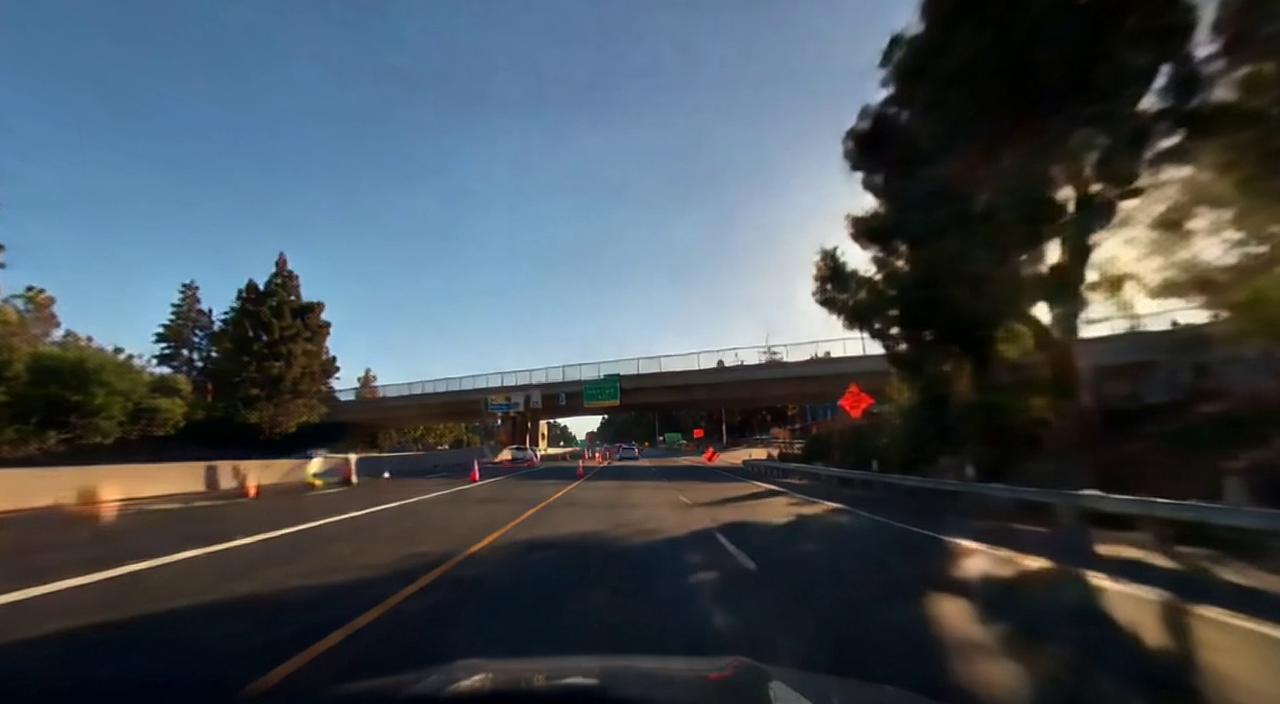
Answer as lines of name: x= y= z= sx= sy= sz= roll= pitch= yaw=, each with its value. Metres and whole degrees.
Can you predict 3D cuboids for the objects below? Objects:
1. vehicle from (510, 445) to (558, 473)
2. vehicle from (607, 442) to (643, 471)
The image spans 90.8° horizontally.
vehicle: x=-5.924 y=6.012 z=35.748 sx=1.997 sy=1.507 sz=4.248 roll=0 pitch=-9 yaw=-1
vehicle: x=-0.889 y=6.332 z=38.373 sx=2.109 sy=1.638 sz=3.856 roll=0 pitch=-9 yaw=-1
